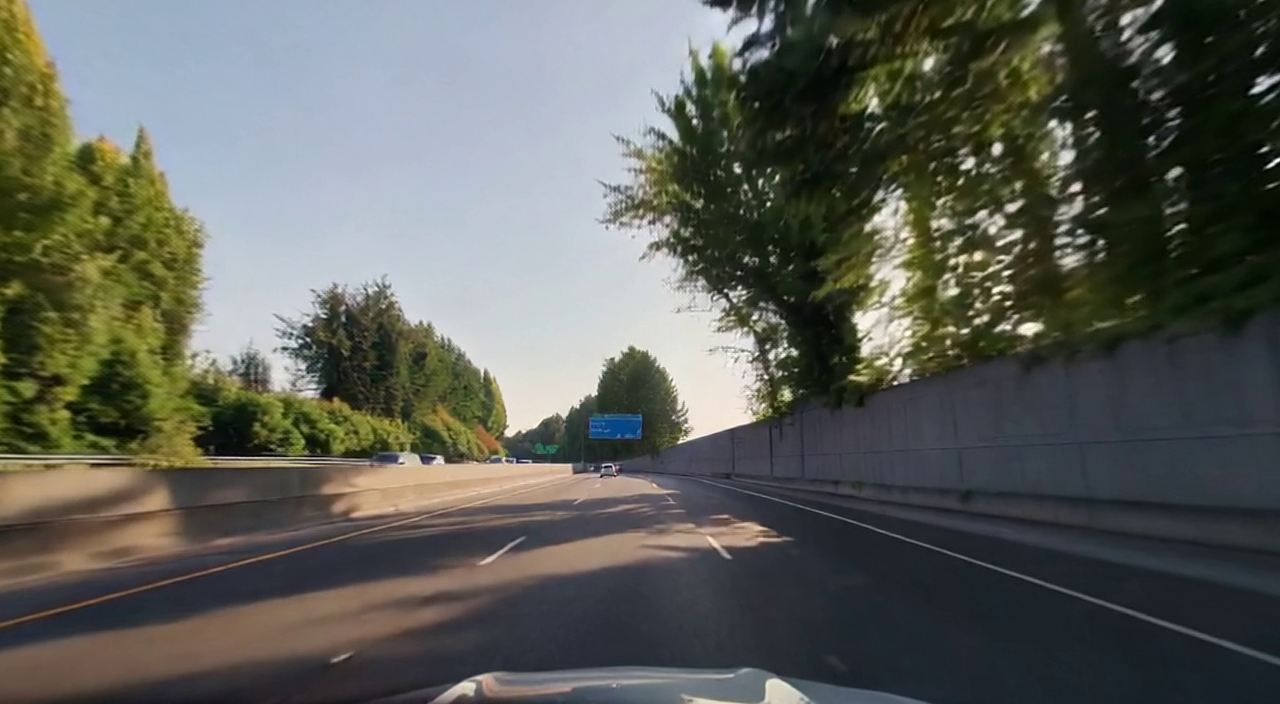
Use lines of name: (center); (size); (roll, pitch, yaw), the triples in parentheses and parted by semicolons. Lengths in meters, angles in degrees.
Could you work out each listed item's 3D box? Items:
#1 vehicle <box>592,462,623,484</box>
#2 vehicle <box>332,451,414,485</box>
vehicle: (-2.485, 9.452, 49.417); (2.168, 1.561, 4.588); (1, -10, 0)
vehicle: (-12.523, 5.498, 29.906); (1.850, 1.425, 4.441); (1, -10, 1)
